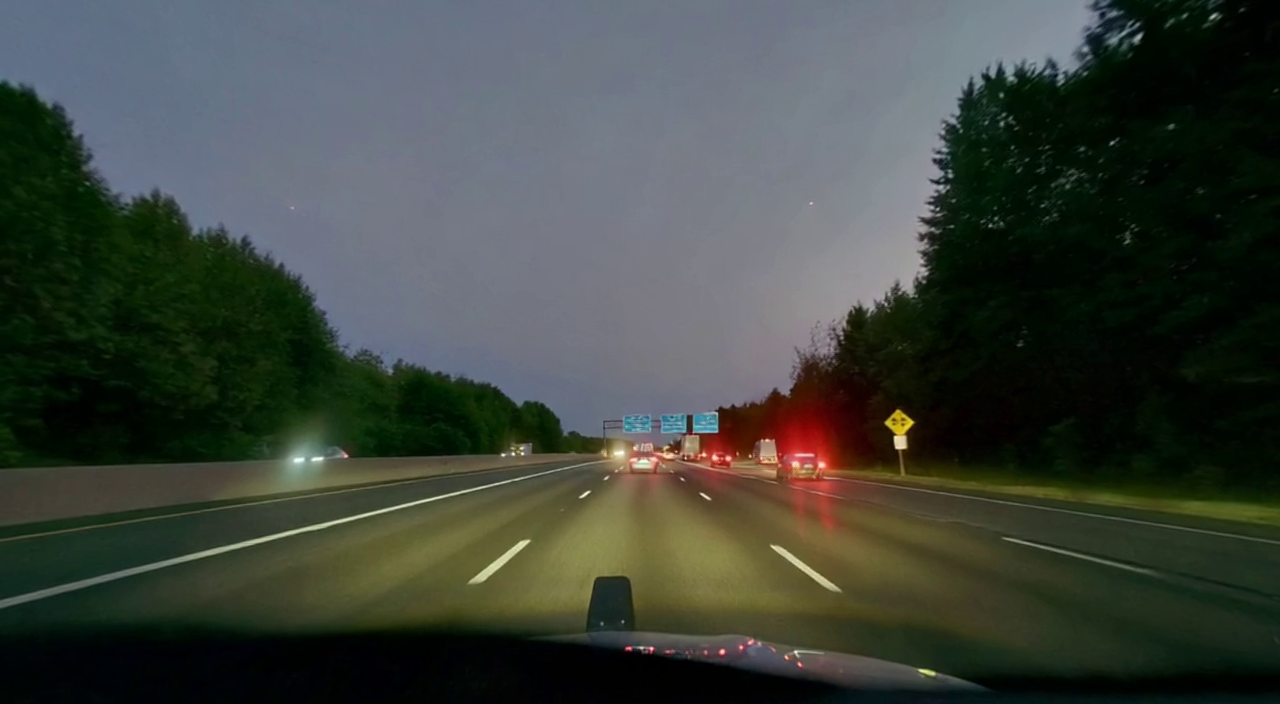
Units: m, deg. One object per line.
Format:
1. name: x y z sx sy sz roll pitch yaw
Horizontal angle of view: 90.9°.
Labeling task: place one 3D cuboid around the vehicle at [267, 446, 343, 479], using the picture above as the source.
1. vehicle: -22.015 7.272 41.696 2.304 2.014 4.802 0 -9 1

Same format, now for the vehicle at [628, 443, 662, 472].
1. vehicle: 0.319 7.096 42.403 2.167 1.847 4.097 0 -9 0
